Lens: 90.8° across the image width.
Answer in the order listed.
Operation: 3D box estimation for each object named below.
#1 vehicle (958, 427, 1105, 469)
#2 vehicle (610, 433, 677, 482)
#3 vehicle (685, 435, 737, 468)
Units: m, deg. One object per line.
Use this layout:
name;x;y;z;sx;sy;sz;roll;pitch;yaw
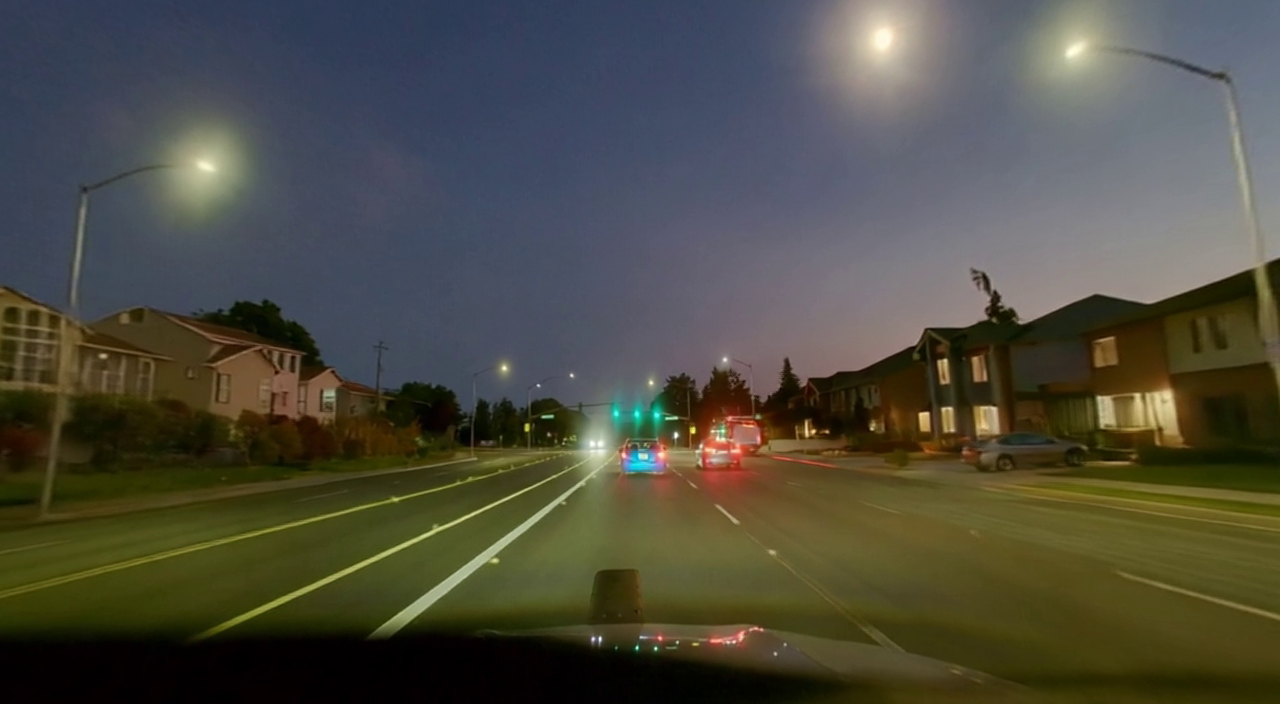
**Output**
vehicle;15.213;3.744;24.705;4.456;1.520;1.911;0;-9;-2
vehicle;0.087;3.601;21.693;2.093;1.497;4.010;0;-9;-1
vehicle;3.547;5.115;32.565;2.161;1.519;4.568;0;-9;0
